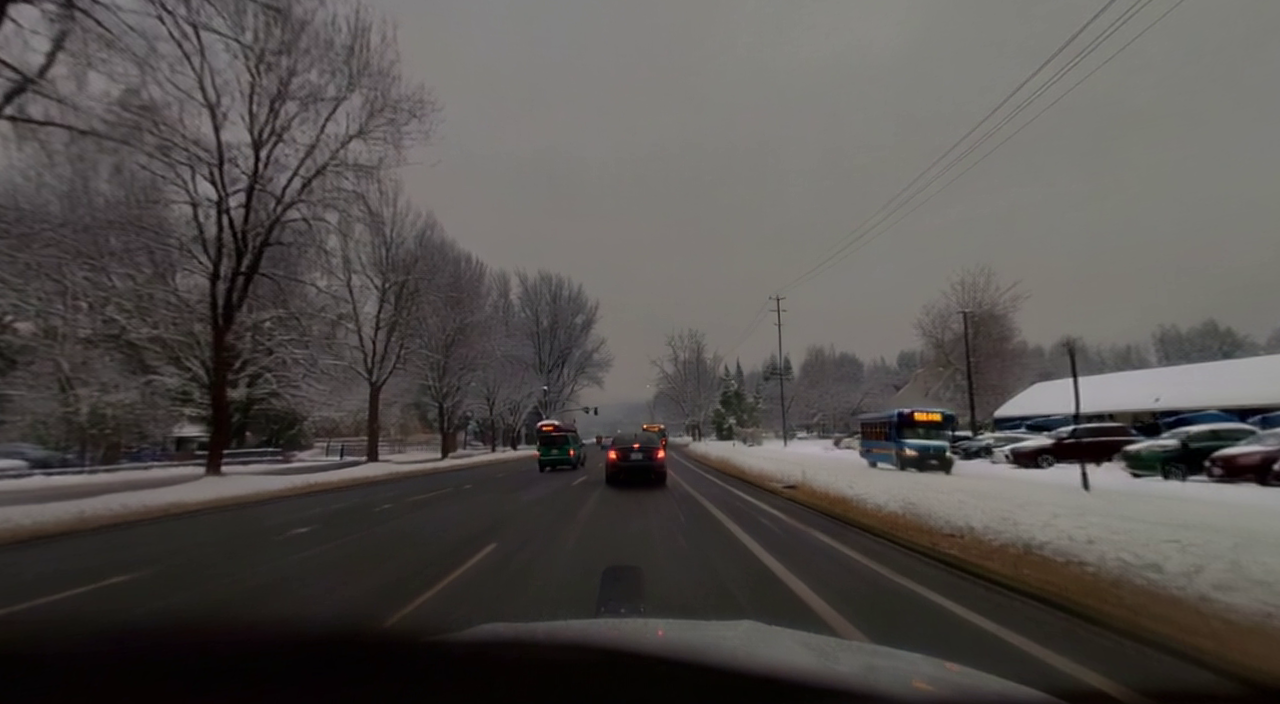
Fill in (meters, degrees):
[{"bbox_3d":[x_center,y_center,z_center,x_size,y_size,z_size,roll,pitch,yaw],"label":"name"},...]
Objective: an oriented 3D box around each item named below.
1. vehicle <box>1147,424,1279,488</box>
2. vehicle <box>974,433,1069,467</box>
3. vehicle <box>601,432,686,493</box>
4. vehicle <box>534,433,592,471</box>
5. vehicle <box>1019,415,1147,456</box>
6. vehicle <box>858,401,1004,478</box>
[{"bbox_3d":[18.419,3.122,19.097,1.965,1.749,4.838,0,-9,-2],"label":"vehicle"},{"bbox_3d":[18.406,4.757,30.668,1.826,1.532,4.290,0,-9,-1],"label":"vehicle"},{"bbox_3d":[0.045,3.092,17.965,2.123,1.498,4.226,0,-9,-1],"label":"vehicle"},{"bbox_3d":[-3.585,4.764,30.136,2.148,1.636,4.199,0,-9,2],"label":"vehicle"},{"bbox_3d":[23.669,4.578,34.149,2.225,2.013,6.379,0,-9,-1],"label":"vehicle"},{"bbox_3d":[11.400,3.565,25.488,2.754,2.711,6.196,0,-9,-1],"label":"vehicle"}]
